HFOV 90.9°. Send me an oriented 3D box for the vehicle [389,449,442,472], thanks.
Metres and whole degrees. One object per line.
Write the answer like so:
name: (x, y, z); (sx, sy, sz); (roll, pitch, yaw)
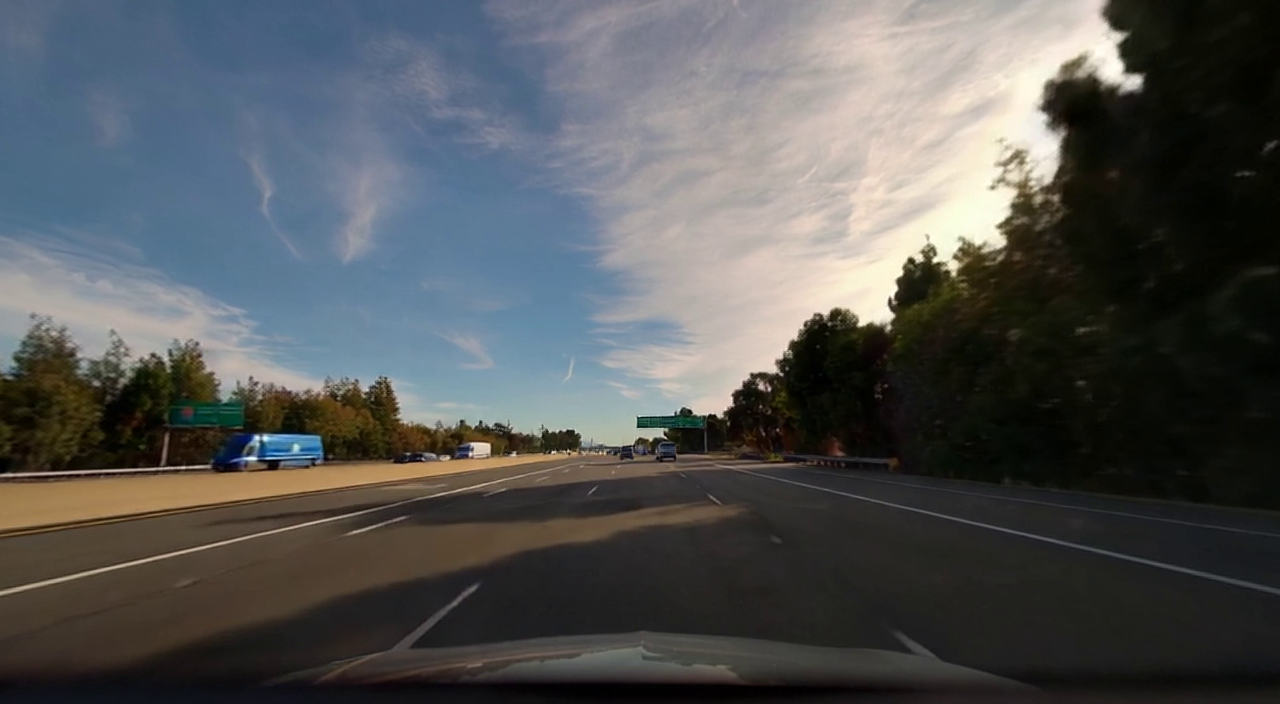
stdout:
vehicle: (-15.369, 7.428, 43.418); (1.903, 1.486, 4.666); (0, -9, 1)
